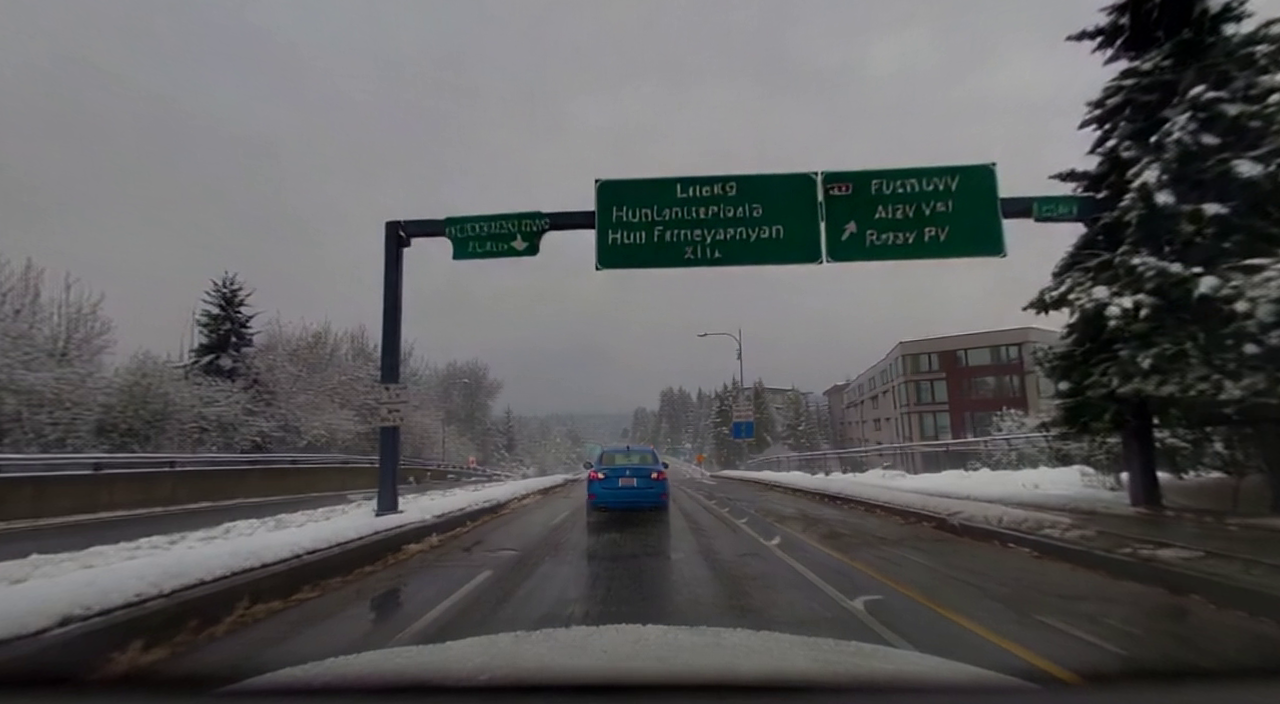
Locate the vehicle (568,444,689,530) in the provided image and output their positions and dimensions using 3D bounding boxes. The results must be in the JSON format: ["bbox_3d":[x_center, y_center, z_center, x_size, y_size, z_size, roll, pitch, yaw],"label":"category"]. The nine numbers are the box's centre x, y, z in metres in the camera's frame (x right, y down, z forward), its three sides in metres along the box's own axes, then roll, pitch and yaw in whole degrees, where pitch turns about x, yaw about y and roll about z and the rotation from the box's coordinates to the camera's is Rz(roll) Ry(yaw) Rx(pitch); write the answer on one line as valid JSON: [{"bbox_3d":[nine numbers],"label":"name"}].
[{"bbox_3d":[-0.220,2.624,12.791,2.063,1.442,3.933,0,-9,0],"label":"vehicle"}]
